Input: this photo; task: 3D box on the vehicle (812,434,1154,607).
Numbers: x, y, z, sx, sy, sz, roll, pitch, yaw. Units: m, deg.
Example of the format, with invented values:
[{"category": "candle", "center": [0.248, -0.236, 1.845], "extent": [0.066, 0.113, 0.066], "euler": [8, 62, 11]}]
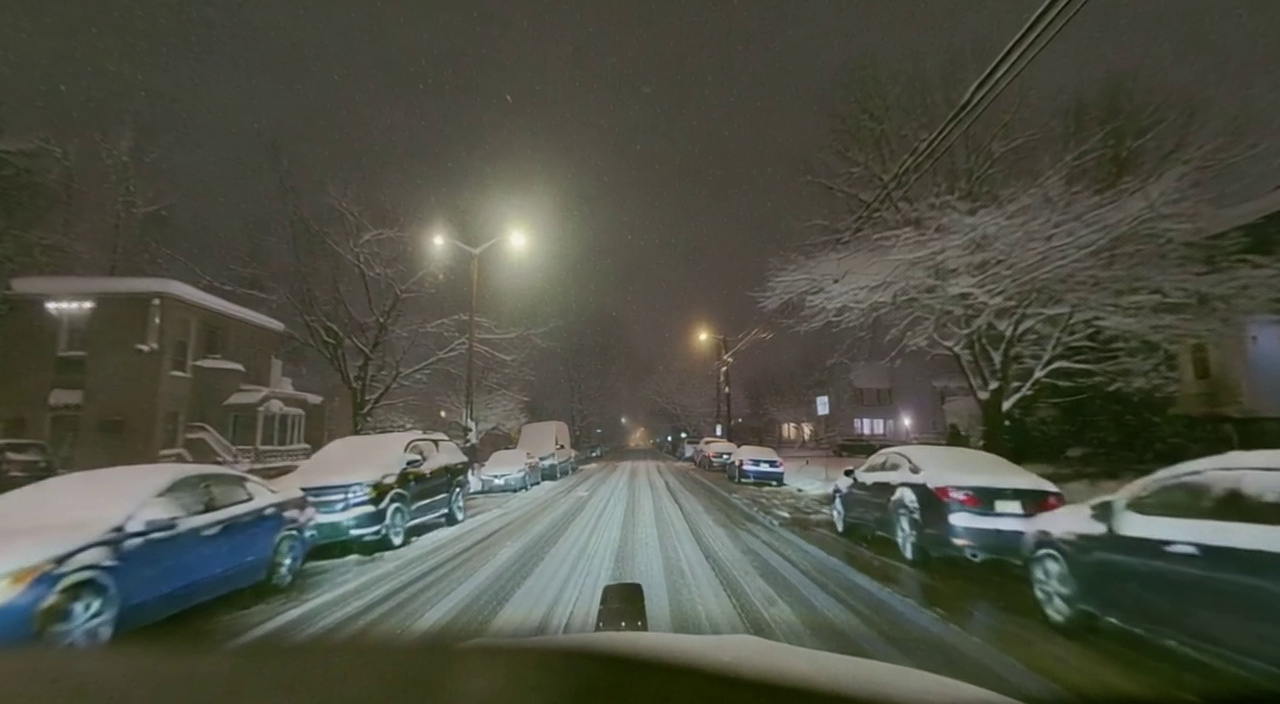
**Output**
[{"category": "vehicle", "center": [4.121, 2.033, 8.669], "extent": [2.068, 1.532, 4.663], "euler": [5, -8, 0]}]

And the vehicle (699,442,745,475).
[{"category": "vehicle", "center": [4.211, 5.537, 32.961], "extent": [1.839, 1.520, 4.498], "euler": [3, -8, 1]}]

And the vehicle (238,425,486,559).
[{"category": "vehicle", "center": [-4.600, 2.372, 11.591], "extent": [2.154, 1.796, 5.294], "euler": [-2, -8, 0]}]

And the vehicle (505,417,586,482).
[{"category": "vehicle", "center": [-4.320, 4.609, 29.853], "extent": [2.470, 2.613, 5.989], "euler": [-4, -9, 4]}]

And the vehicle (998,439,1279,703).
[{"category": "vehicle", "center": [4.170, 1.230, 3.427], "extent": [1.852, 1.487, 4.327], "euler": [0, -8, 0]}]

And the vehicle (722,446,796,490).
[{"category": "vehicle", "center": [4.263, 4.206, 23.180], "extent": [1.846, 1.351, 4.272], "euler": [2, -8, -1]}]

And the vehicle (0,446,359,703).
[{"category": "vehicle", "center": [-4.651, 1.695, 5.803], "extent": [2.008, 1.524, 4.602], "euler": [-1, -8, 0]}]

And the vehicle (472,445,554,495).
[{"category": "vehicle", "center": [-4.680, 4.381, 23.860], "extent": [2.023, 1.568, 4.942], "euler": [-3, -9, 1]}]
